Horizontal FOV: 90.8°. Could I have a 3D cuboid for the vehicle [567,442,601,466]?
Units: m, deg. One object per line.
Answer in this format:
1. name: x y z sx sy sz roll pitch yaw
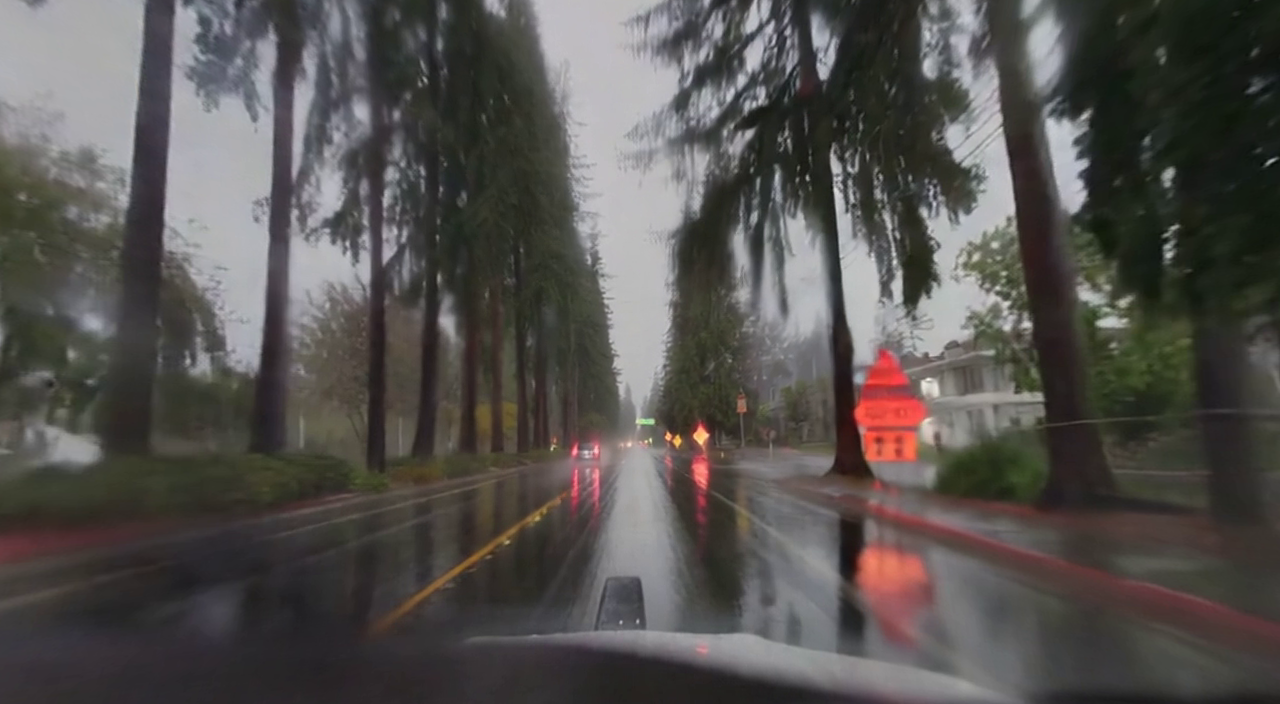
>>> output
1. vehicle: -3.891 7.180 44.669 1.992 1.608 3.868 0 -8 0
